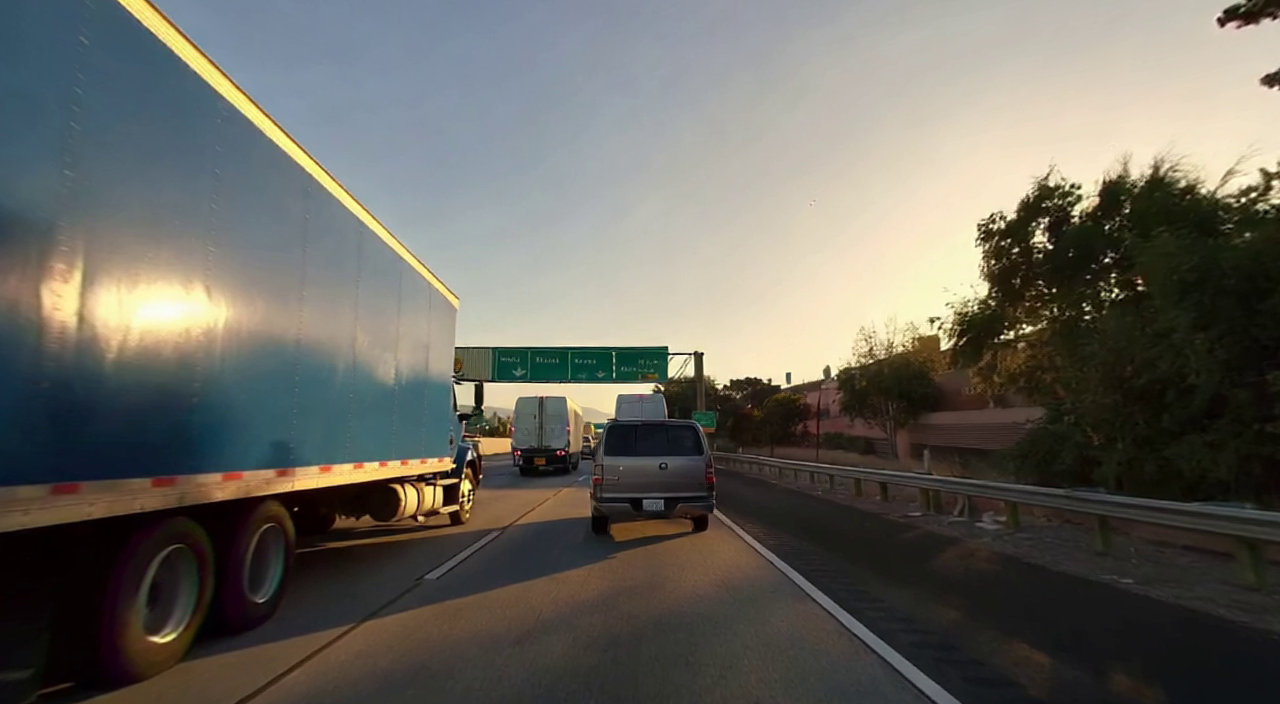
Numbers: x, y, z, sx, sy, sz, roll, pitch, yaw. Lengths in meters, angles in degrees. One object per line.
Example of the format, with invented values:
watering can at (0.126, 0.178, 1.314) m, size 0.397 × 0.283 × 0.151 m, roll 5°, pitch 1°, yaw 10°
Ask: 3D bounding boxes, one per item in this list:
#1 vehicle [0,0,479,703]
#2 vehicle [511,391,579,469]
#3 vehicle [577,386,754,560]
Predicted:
vehicle at (-3.955, 0.383, 5.775) m, size 2.814 × 3.513 × 8.529 m, roll 0°, pitch -9°, yaw -1°
vehicle at (-4.837, 4.322, 33.976) m, size 2.617 × 3.604 × 9.499 m, roll 0°, pitch -9°, yaw -3°
vehicle at (0.178, 1.645, 9.082) m, size 1.947 × 1.910 × 4.040 m, roll 0°, pitch -9°, yaw -3°
